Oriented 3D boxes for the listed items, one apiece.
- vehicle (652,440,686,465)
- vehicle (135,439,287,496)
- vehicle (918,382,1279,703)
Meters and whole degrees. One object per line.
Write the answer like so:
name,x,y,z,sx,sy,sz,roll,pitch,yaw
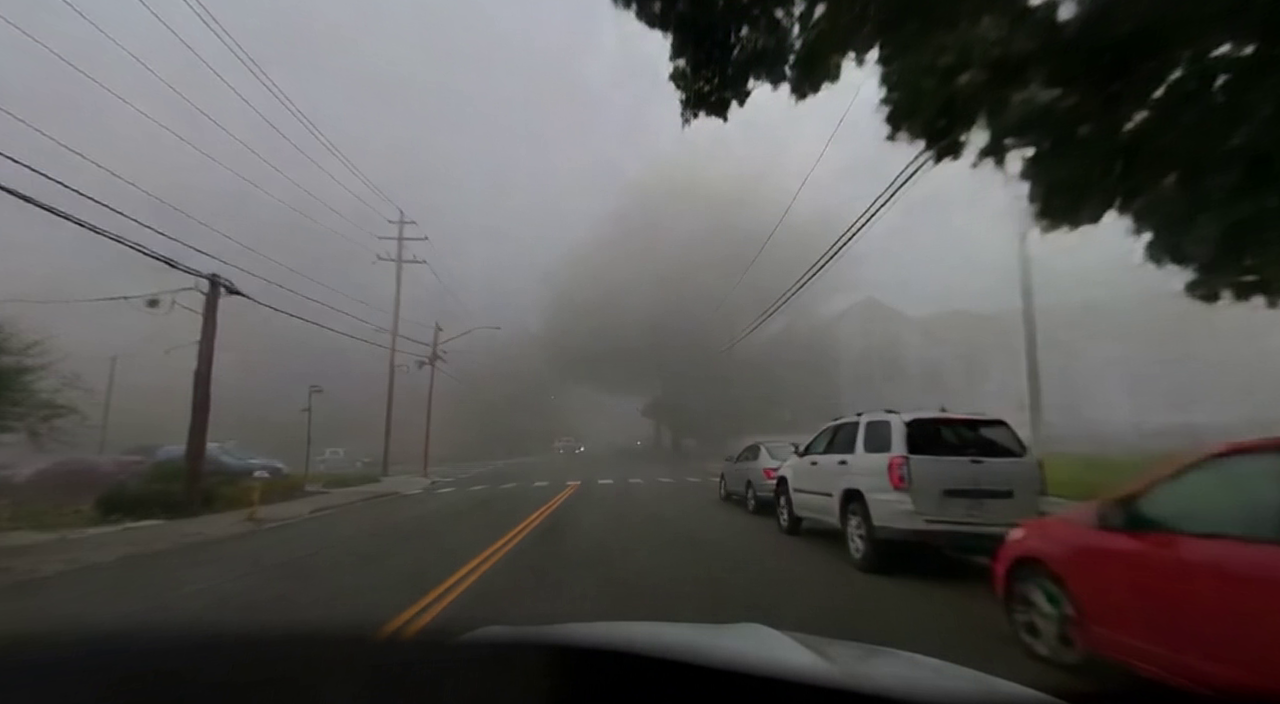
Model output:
vehicle,1.982,7.017,44.203,1.999,1.604,4.065,0,-9,-3
vehicle,-17.086,4.561,25.303,4.822,1.868,2.015,3,-10,-39
vehicle,3.326,0.923,2.627,1.895,1.537,4.844,0,-9,-3
